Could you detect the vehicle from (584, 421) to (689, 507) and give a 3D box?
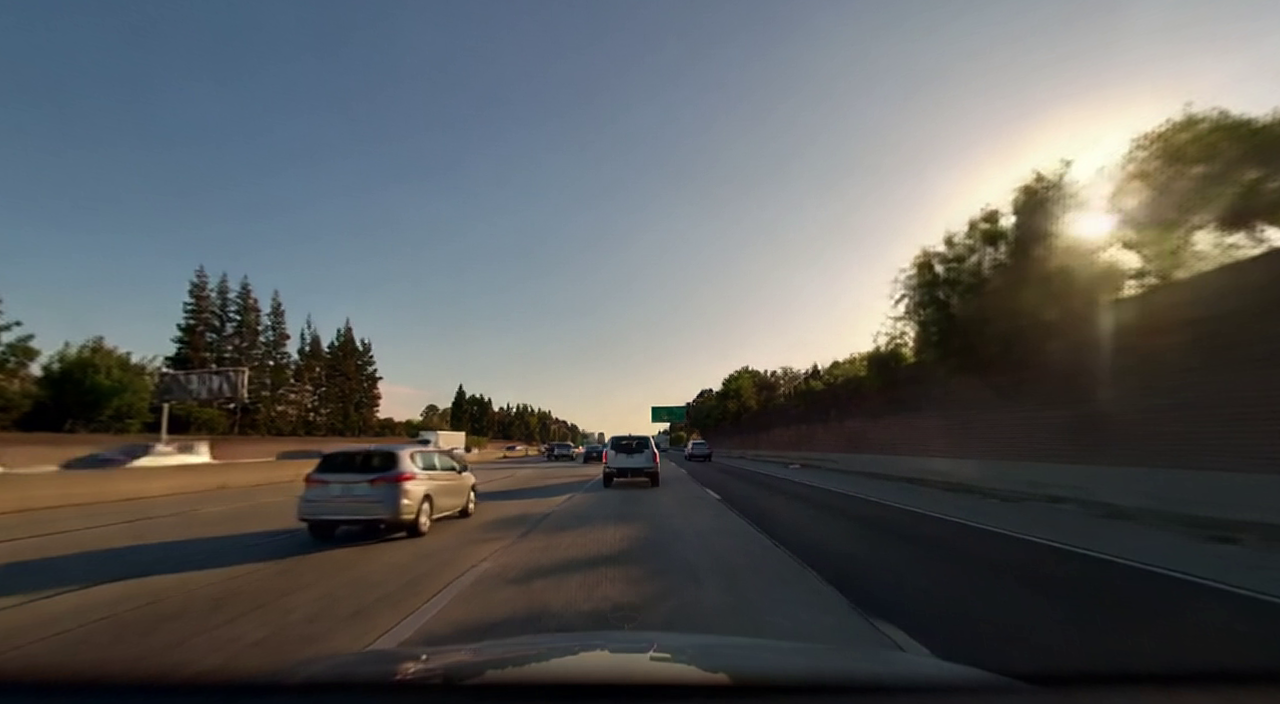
[{"bbox_3d":[-0.078,2.707,15.630,2.233,1.804,4.273,0,-9,0],"label":"vehicle"}]

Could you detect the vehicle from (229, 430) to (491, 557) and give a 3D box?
[{"bbox_3d":[-3.738,1.955,9.421,1.967,1.442,4.143,0,-9,1],"label":"vehicle"}]

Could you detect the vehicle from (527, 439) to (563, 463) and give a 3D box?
[{"bbox_3d":[-7.136,7.515,47.788,2.024,1.706,4.249,0,-9,1],"label":"vehicle"}]

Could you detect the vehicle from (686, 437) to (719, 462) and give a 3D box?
[{"bbox_3d":[4.744,7.538,48.674,2.017,1.847,4.299,0,-9,-1],"label":"vehicle"}]

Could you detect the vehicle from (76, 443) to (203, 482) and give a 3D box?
[{"bbox_3d":[-21.198,4.673,26.994,1.860,1.503,4.271,0,-9,1],"label":"vehicle"}]
